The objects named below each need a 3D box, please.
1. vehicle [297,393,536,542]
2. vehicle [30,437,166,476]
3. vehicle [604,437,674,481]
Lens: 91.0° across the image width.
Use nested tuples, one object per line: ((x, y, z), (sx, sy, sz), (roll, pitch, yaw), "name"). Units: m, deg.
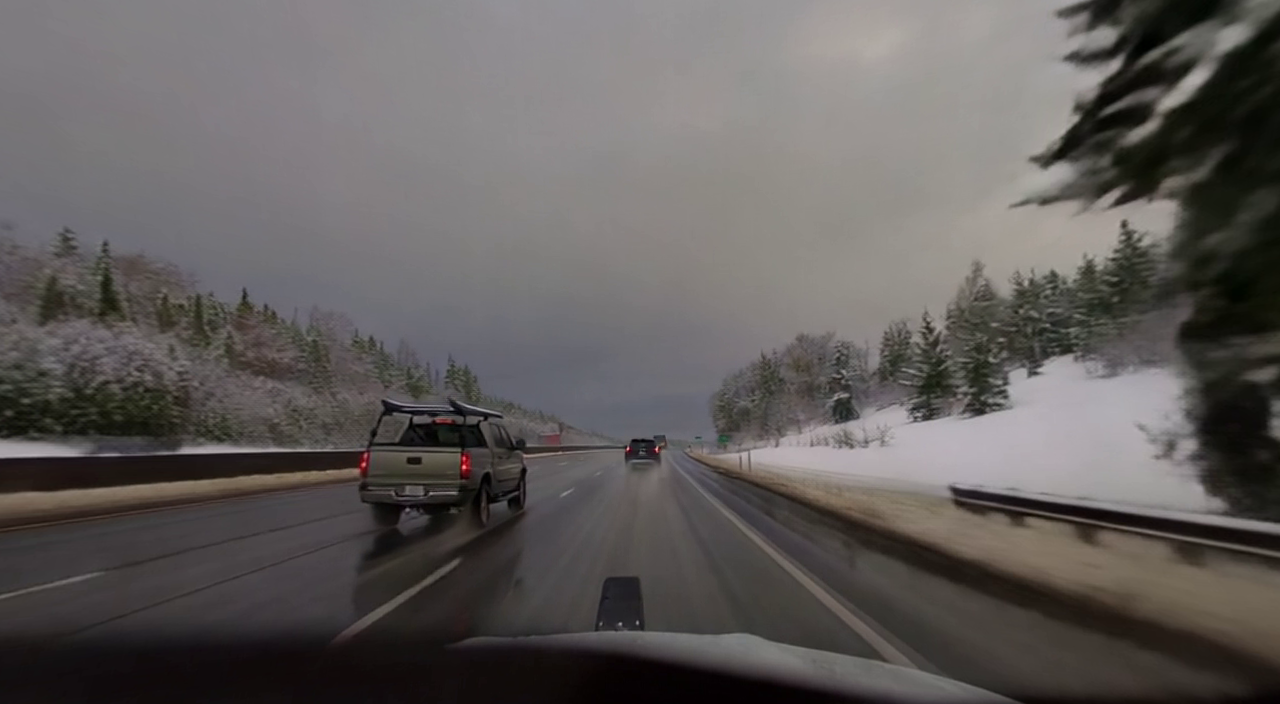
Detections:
((-3.365, 1.895, 10.839), (2.250, 1.947, 4.860), (0, -9, 1), "vehicle")
((-24.668, 4.769, 28.948), (2.163, 1.584, 4.498), (0, -9, 2), "vehicle")
((0.038, 4.515, 26.987), (2.715, 1.669, 5.163), (0, -9, 1), "vehicle")
